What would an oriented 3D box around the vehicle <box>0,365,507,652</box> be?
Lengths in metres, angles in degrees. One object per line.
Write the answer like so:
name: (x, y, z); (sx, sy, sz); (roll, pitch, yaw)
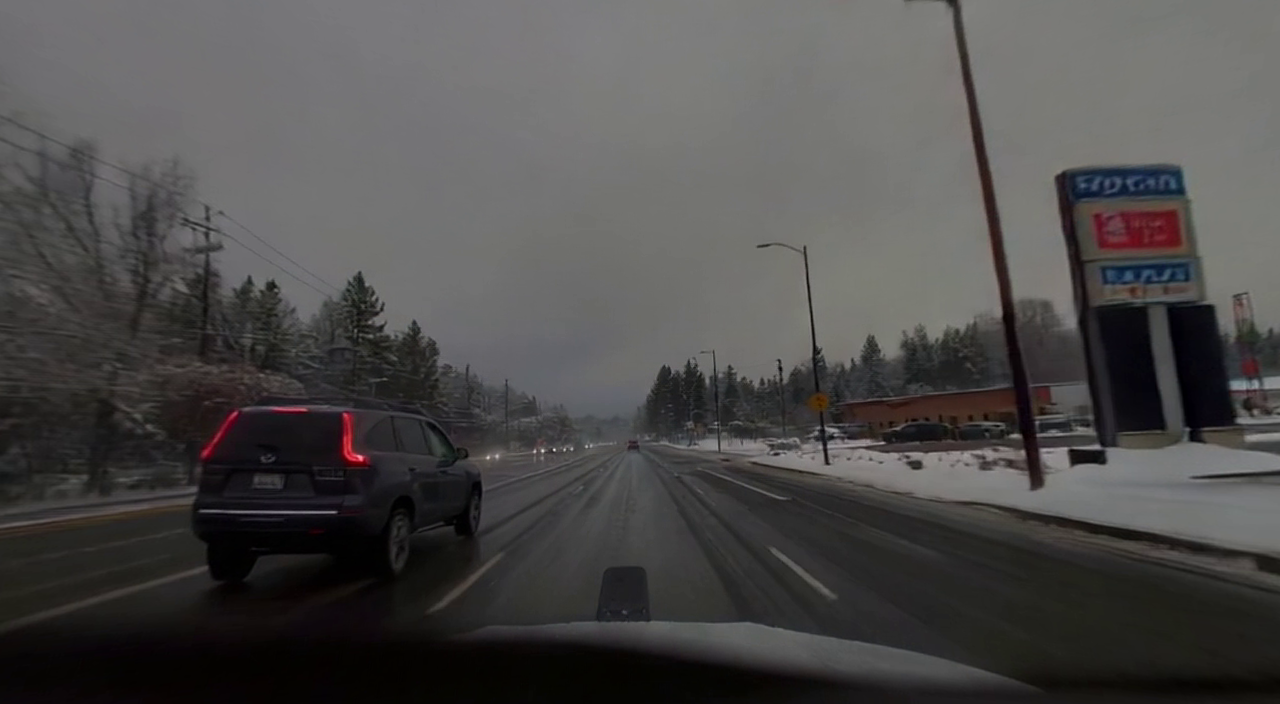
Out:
vehicle: (-3.044, 1.345, 6.512); (2.190, 1.844, 4.751); (0, -8, 1)
